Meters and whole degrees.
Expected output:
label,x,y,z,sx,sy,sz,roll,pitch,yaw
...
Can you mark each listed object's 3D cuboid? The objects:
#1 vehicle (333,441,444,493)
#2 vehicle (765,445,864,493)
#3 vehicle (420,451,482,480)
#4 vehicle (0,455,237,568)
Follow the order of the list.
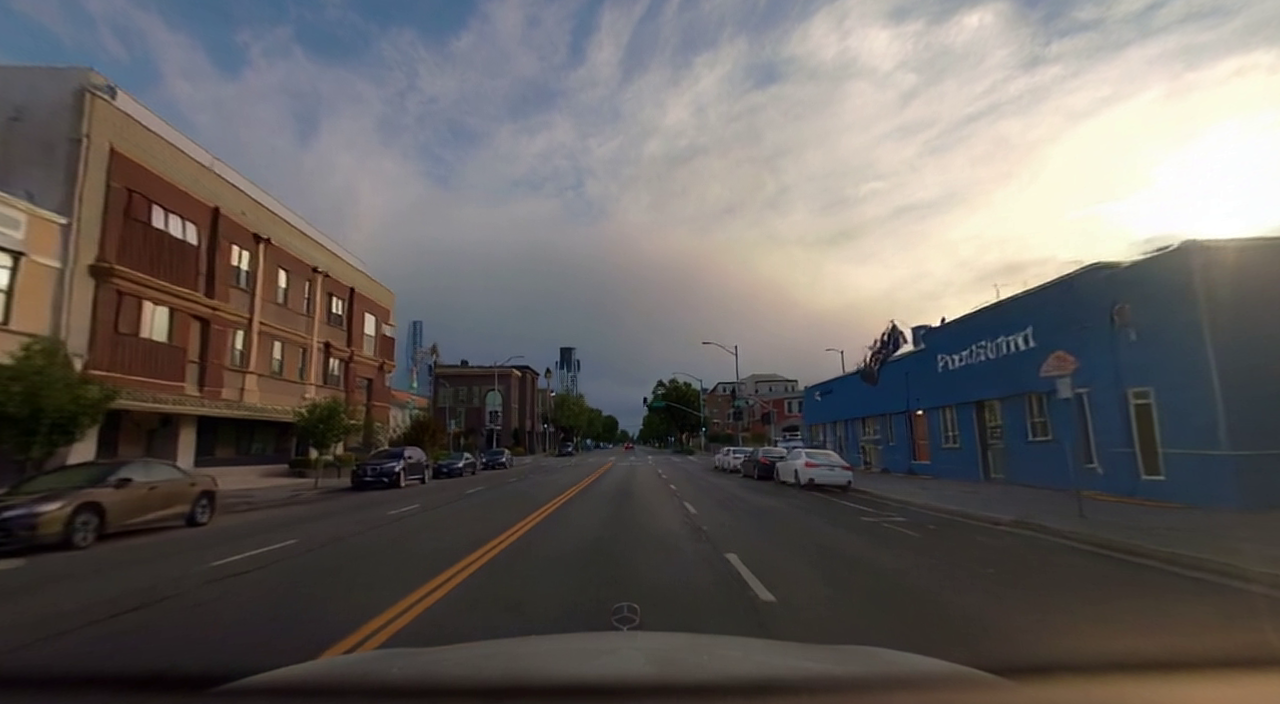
label,x,y,z,sx,sy,sz,roll,pitch,yaw
vehicle,-9.944,4.546,25.596,2.228,1.863,5.407,-1,-8,1
vehicle,6.097,4.131,22.796,2.038,1.482,4.994,0,-8,-2
vehicle,-10.233,6.142,34.582,1.953,1.387,4.529,0,-8,0
vehicle,-9.605,2.638,11.254,2.021,1.482,4.601,0,-8,-3
